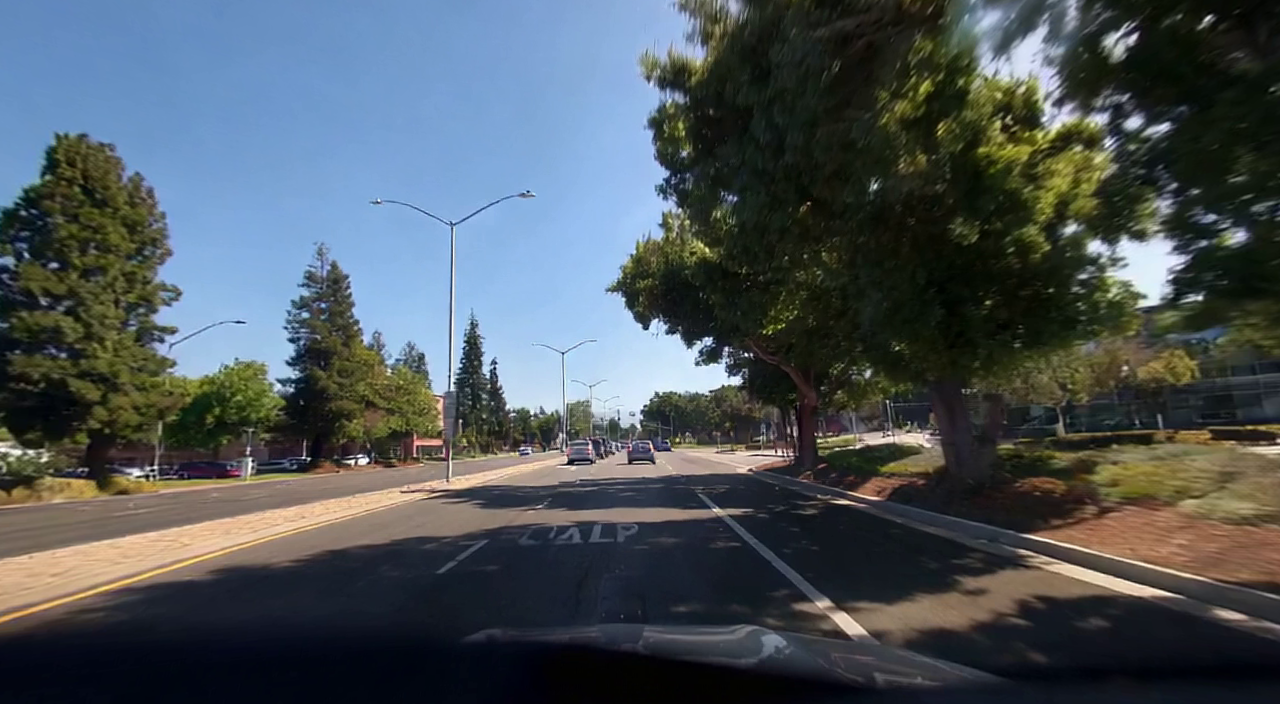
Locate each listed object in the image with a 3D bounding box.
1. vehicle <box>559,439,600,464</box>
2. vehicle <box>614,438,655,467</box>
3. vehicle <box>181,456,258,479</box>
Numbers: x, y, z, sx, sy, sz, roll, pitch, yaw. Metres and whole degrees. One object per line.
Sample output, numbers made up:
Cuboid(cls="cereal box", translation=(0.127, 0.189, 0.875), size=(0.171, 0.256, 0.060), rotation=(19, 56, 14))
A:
Cuboid(cls="vehicle", translation=(-3.671, 6.179, 39.334), size=(2.139, 1.487, 4.453), rotation=(0, -8, 0))
Cuboid(cls="vehicle", translation=(-0.319, 5.499, 34.741), size=(2.126, 1.475, 3.967), rotation=(0, -8, -1))
Cuboid(cls="vehicle", translation=(-28.730, 7.899, 43.248), size=(3.942, 1.471, 1.859), rotation=(0, -8, 0))
